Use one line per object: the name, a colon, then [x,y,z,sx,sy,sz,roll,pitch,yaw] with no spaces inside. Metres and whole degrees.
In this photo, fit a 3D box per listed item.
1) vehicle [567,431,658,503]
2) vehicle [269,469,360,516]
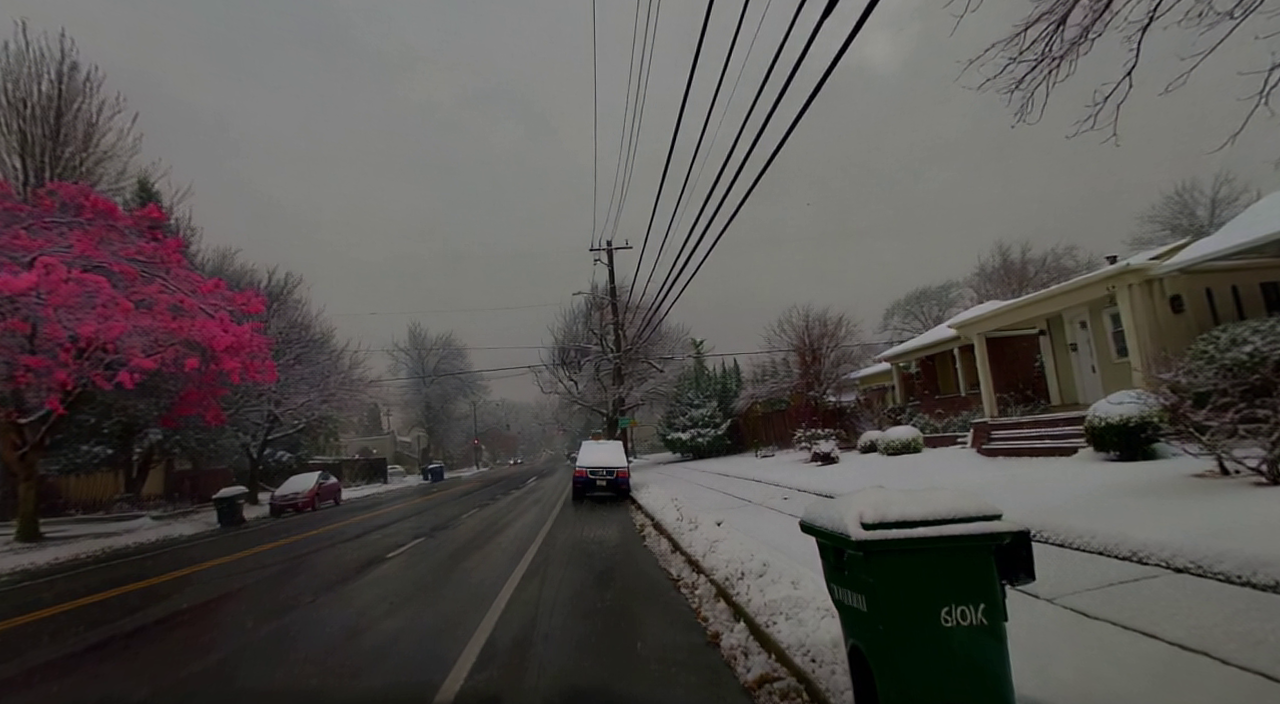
vehicle: [-0.823,3.079,17.383,2.190,1.708,4.115,0,-8,-4]
vehicle: [-13.761,5.920,26.990,1.982,1.660,4.142,1,-8,-6]
